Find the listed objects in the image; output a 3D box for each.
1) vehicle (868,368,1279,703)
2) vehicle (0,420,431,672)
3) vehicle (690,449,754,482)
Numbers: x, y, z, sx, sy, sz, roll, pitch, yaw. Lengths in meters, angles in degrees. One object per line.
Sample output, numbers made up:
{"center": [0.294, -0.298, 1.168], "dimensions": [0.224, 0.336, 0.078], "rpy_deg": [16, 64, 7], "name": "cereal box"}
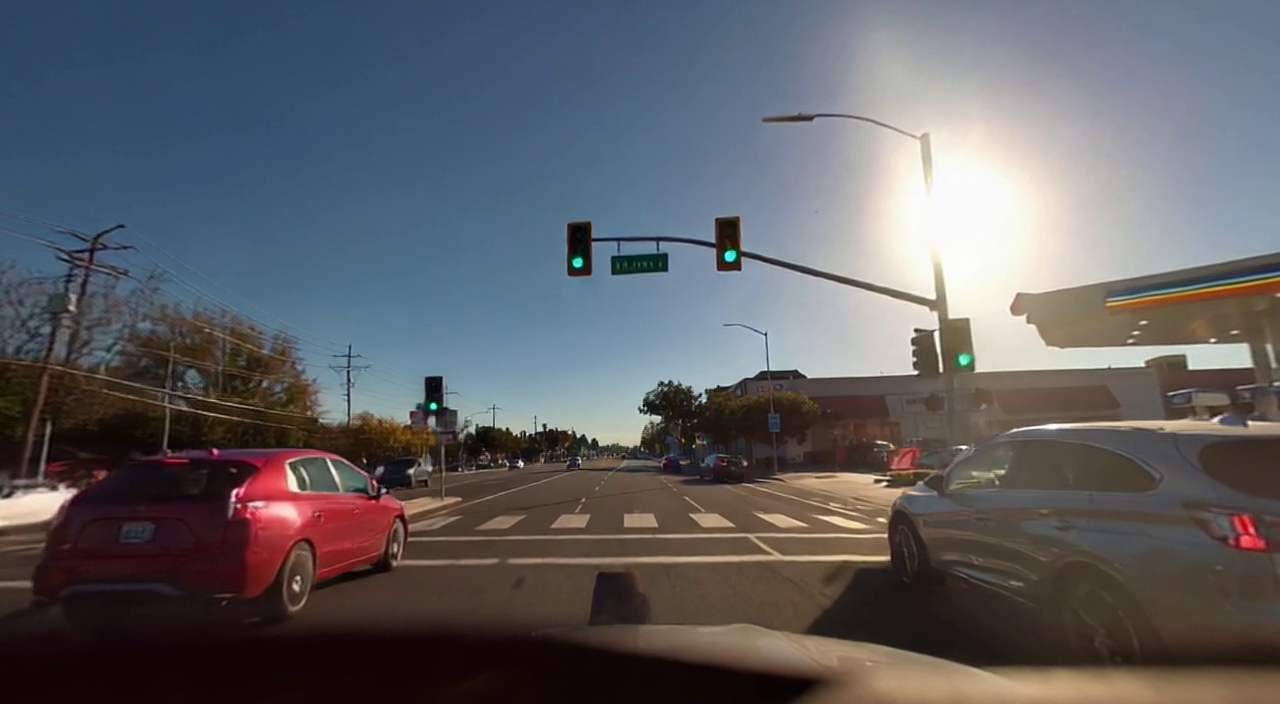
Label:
{"center": [3.423, 1.178, 4.237], "dimensions": [2.085, 1.655, 4.459], "rpy_deg": [0, -9, 0], "name": "vehicle"}
{"center": [-3.721, 1.580, 6.219], "dimensions": [1.935, 1.617, 4.045], "rpy_deg": [0, -9, 0], "name": "vehicle"}
{"center": [4.431, 6.246, 35.052], "dimensions": [2.066, 1.699, 4.419], "rpy_deg": [2, -9, -13], "name": "vehicle"}
